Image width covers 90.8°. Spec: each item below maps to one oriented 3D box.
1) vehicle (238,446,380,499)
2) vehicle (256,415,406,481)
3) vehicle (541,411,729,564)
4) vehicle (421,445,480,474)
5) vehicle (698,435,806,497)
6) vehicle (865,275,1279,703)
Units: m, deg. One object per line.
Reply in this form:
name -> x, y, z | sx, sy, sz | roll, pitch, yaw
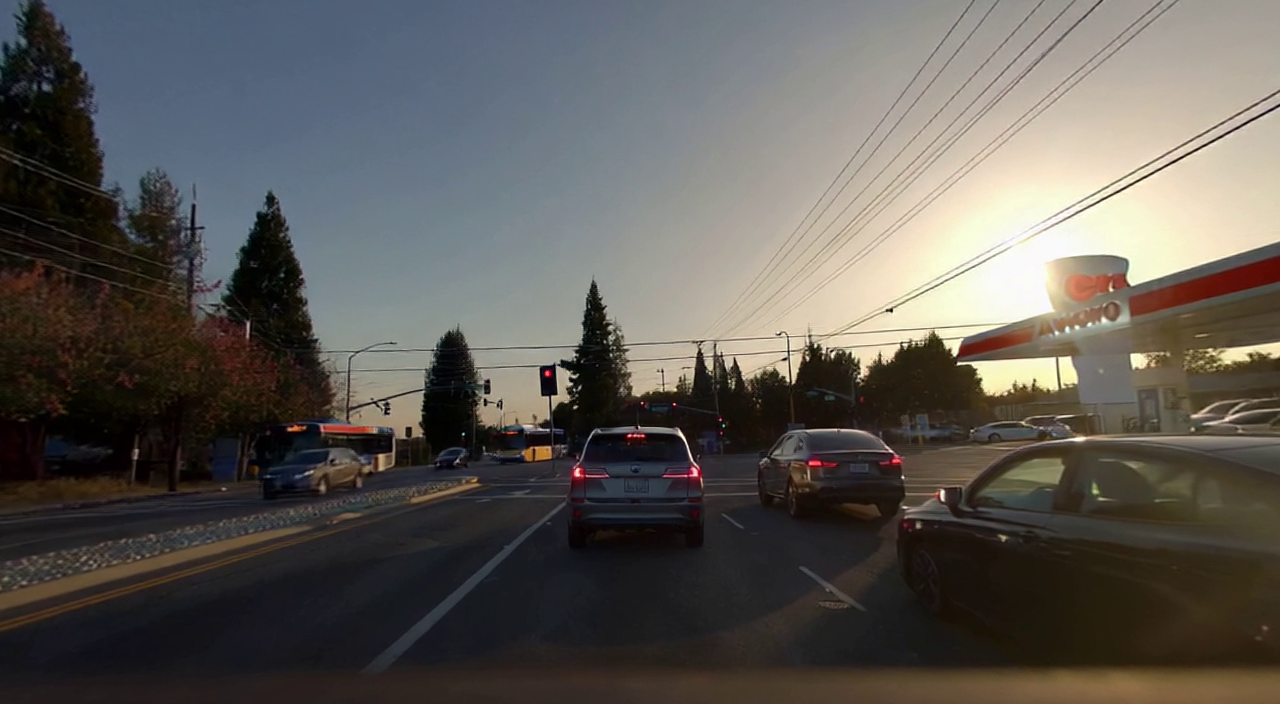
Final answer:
vehicle -> -10.424, 3.794, 20.387 | 2.030, 1.498, 4.690 | 0, -9, 0
vehicle -> -18.648, 6.013, 39.683 | 3.010, 3.475, 12.655 | 0, -9, 0
vehicle -> -0.107, 1.804, 9.116 | 2.087, 1.677, 4.053 | 0, -9, -1
vehicle -> -10.692, 6.085, 36.042 | 1.976, 1.483, 4.630 | 0, -9, 0
vehicle -> 2.886, 3.066, 17.405 | 2.040, 1.481, 4.407 | 0, -9, -2
vehicle -> 3.086, 0.879, 3.483 | 2.049, 1.813, 4.245 | 0, -9, -1
